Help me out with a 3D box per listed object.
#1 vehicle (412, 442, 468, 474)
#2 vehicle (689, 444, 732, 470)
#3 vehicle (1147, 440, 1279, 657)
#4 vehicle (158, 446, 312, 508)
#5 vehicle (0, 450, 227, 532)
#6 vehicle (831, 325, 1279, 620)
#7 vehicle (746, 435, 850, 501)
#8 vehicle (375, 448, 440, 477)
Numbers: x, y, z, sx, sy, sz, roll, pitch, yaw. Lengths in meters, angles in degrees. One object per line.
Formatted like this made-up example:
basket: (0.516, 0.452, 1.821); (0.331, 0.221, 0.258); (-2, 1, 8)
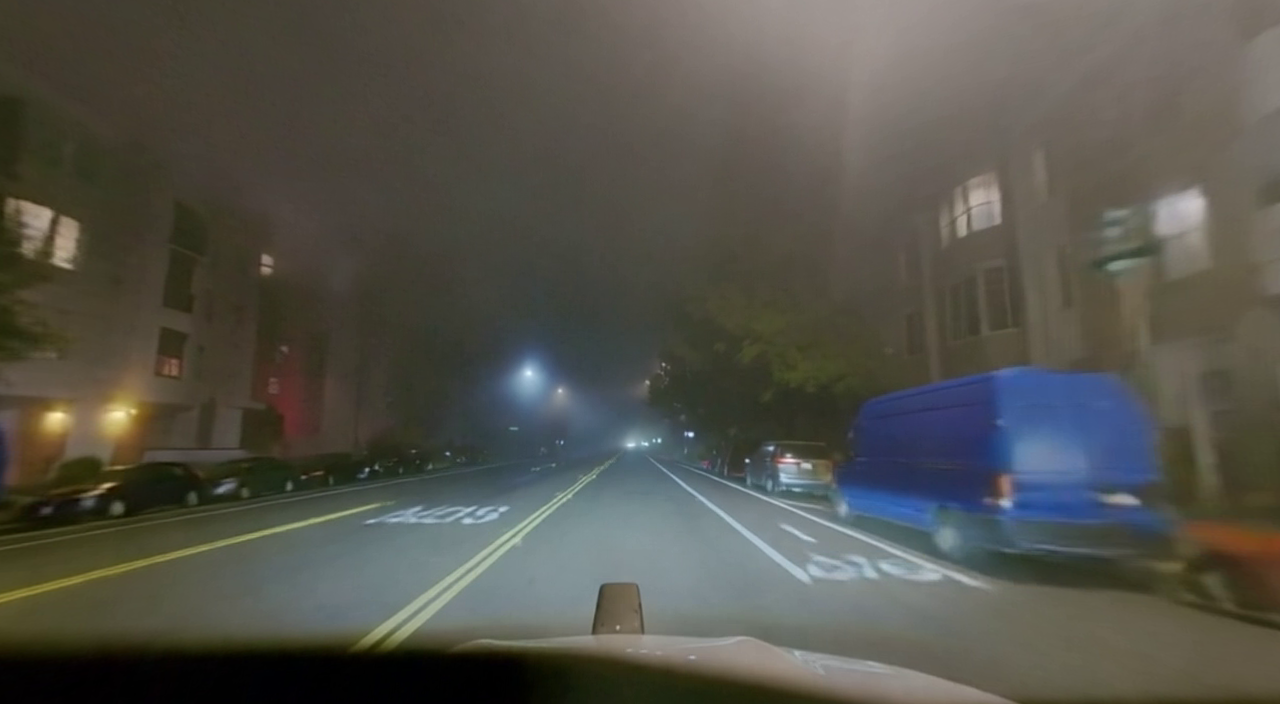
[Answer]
vehicle: (-12.940, 6.864, 41.310); (2.149, 1.865, 5.247); (-2, -8, -2)
vehicle: (4.255, 6.427, 38.861); (1.923, 1.493, 4.628); (1, -8, -2)
vehicle: (5.568, 1.195, 3.245); (1.848, 1.468, 4.332); (2, -9, -12)
vehicle: (-12.793, 3.927, 20.417); (1.880, 1.583, 4.652); (-3, -8, 1)
vehicle: (-12.408, 3.220, 15.349); (1.892, 1.472, 4.523); (-2, -7, -3)
vehicle: (4.898, 1.500, 8.746); (2.414, 2.670, 5.833); (1, -8, -3)
vehicle: (4.586, 3.411, 19.135); (1.927, 1.718, 4.679); (0, -8, 0)
vehicle: (-12.952, 6.177, 35.561); (1.954, 1.491, 4.633); (0, -8, -1)
